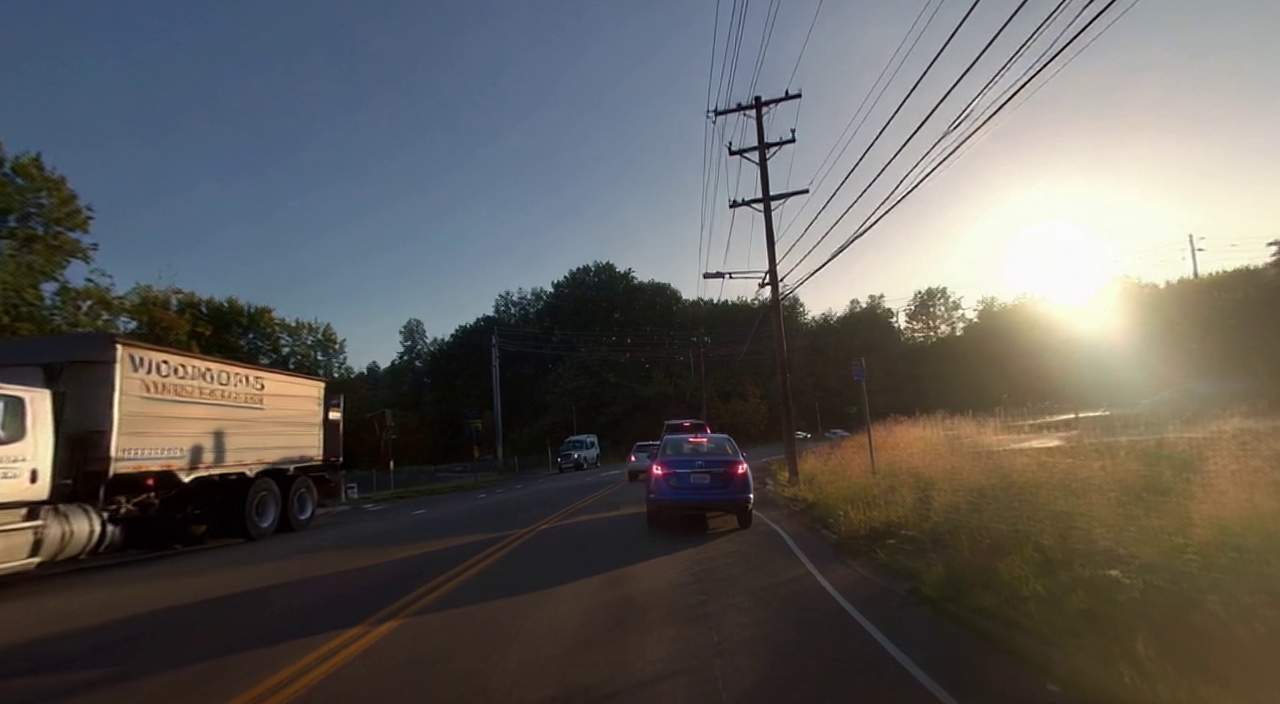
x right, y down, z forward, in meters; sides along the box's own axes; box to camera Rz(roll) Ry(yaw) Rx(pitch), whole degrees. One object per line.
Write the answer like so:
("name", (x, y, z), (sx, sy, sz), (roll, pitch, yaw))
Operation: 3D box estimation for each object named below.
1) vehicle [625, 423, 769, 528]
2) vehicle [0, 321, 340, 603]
("vehicle", (0.879, 2.072, 11.040), (2.081, 1.503, 3.726), (0, -8, 2))
("vehicle", (-8.385, 1.555, 9.223), (3.395, 3.071, 7.634), (-7, -6, 8))
